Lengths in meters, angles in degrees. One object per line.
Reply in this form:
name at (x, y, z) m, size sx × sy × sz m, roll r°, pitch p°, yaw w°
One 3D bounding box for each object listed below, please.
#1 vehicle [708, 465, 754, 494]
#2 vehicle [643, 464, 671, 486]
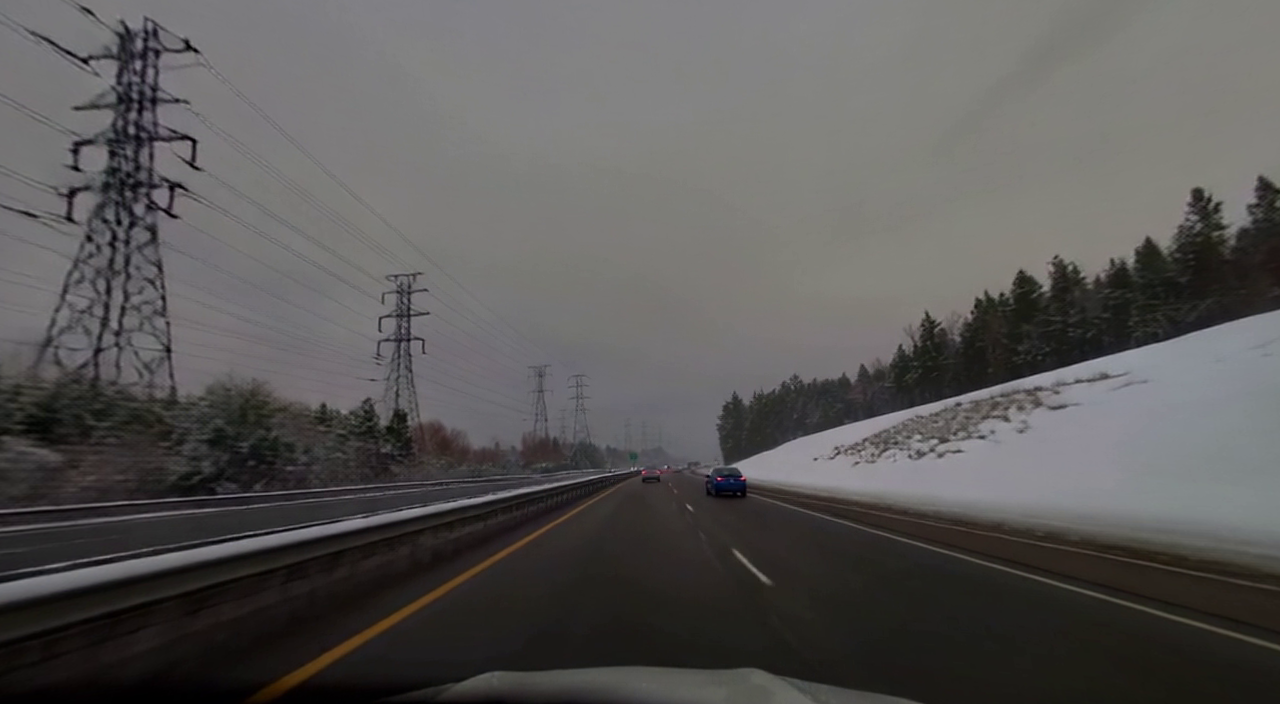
vehicle at (5.170, 7.304, 36.226) m, size 1.985 × 1.521 × 3.904 m, roll 1°, pitch -10°, yaw -1°
vehicle at (1.259, 9.540, 48.726) m, size 2.038 × 1.596 × 4.246 m, roll 1°, pitch -10°, yaw 0°
